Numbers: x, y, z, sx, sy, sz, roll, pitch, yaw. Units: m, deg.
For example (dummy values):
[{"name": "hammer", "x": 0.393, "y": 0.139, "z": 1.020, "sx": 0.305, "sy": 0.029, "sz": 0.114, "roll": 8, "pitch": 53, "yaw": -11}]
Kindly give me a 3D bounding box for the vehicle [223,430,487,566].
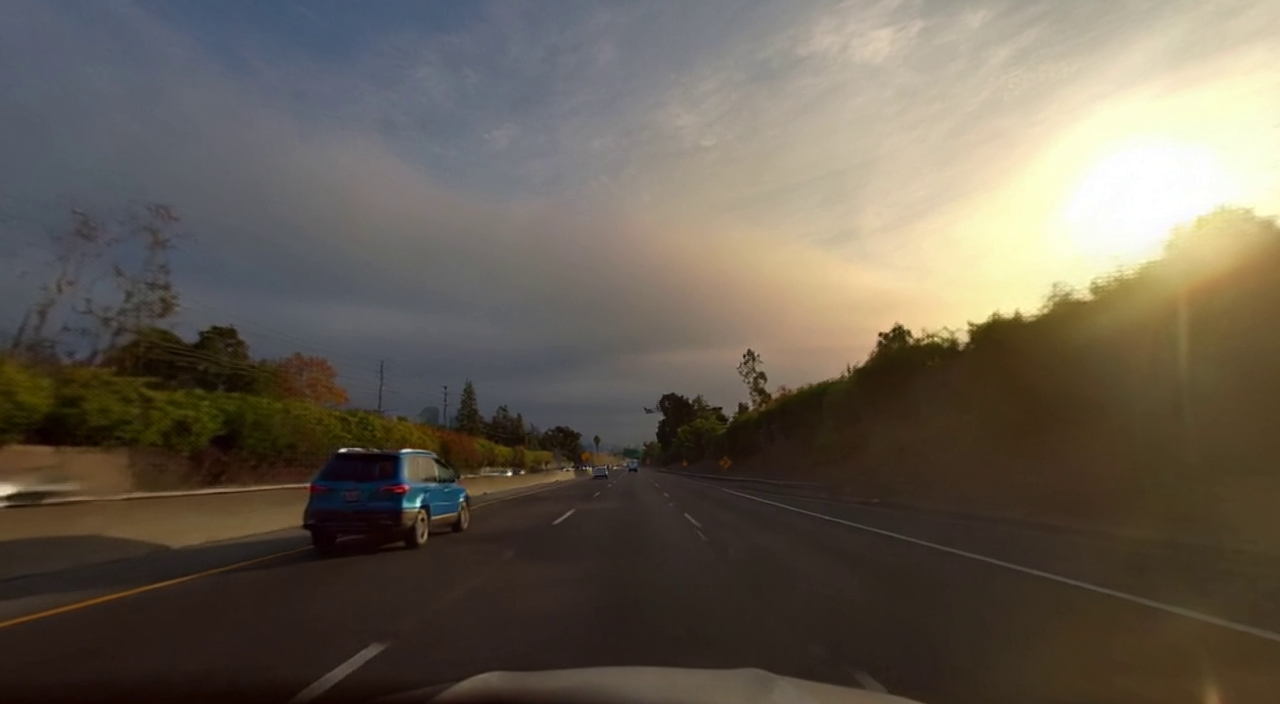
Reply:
[{"name": "vehicle", "x": -4.306, "y": 2.347, "z": 10.689, "sx": 2.178, "sy": 1.736, "sz": 4.847, "roll": 1, "pitch": -10, "yaw": 0}]
